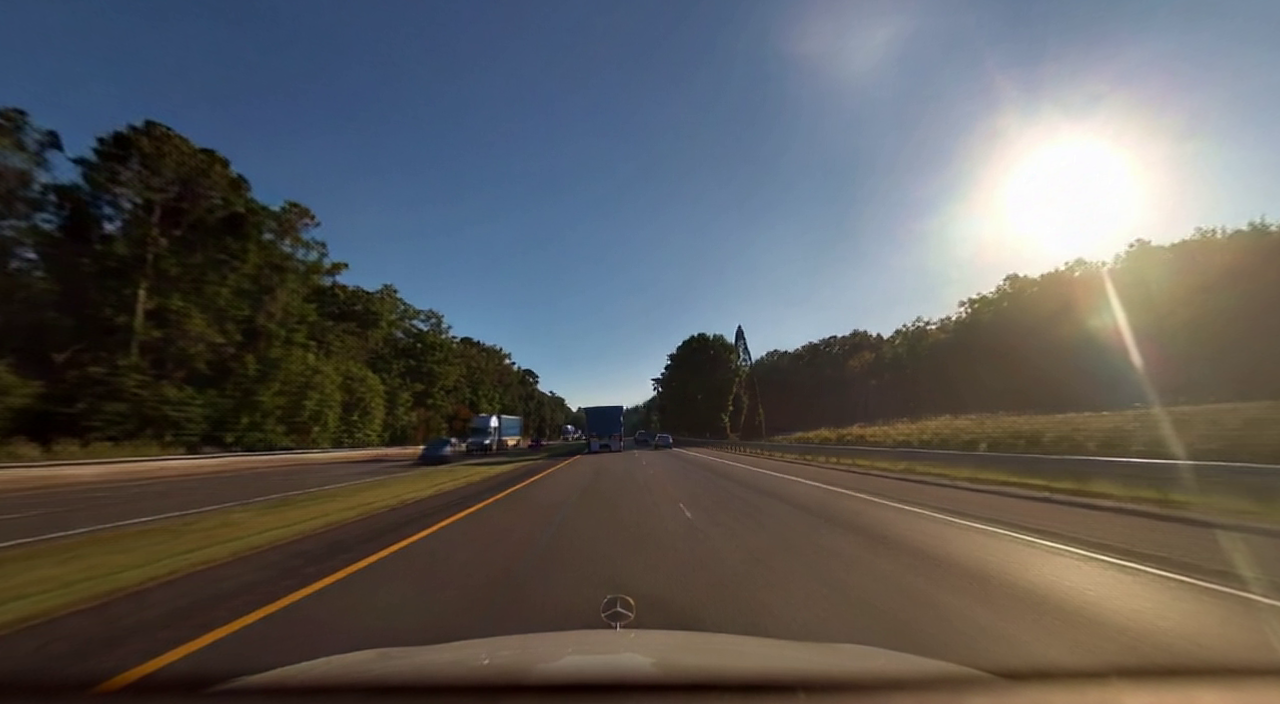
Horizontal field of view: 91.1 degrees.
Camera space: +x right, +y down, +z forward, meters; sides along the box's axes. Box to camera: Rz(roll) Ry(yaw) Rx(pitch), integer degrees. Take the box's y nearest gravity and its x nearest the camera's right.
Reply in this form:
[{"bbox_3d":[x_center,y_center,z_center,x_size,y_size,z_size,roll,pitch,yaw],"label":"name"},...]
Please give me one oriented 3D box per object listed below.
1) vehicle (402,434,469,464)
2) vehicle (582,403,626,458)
[{"bbox_3d":[-10.595,5.047,32.922,2.002,1.467,4.406,0,-8,0],"label":"vehicle"},{"bbox_3d":[-2.153,4.881,38.946,2.450,3.098,6.965,0,-8,-2],"label":"vehicle"}]
